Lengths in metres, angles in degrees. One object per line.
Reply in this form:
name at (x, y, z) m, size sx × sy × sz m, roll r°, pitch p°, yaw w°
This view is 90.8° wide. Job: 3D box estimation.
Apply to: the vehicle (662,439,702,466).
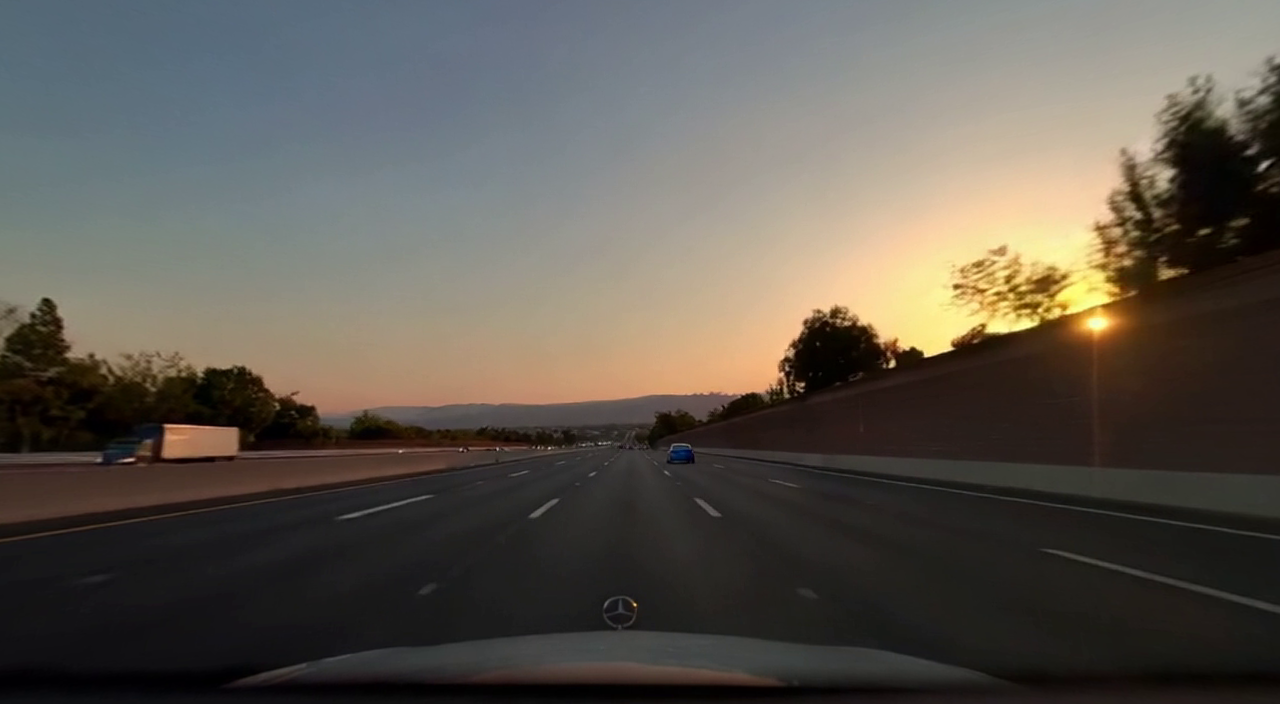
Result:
vehicle at (2.707, 6.546, 41.283) m, size 2.270 × 1.615 × 3.770 m, roll 0°, pitch -8°, yaw -1°
